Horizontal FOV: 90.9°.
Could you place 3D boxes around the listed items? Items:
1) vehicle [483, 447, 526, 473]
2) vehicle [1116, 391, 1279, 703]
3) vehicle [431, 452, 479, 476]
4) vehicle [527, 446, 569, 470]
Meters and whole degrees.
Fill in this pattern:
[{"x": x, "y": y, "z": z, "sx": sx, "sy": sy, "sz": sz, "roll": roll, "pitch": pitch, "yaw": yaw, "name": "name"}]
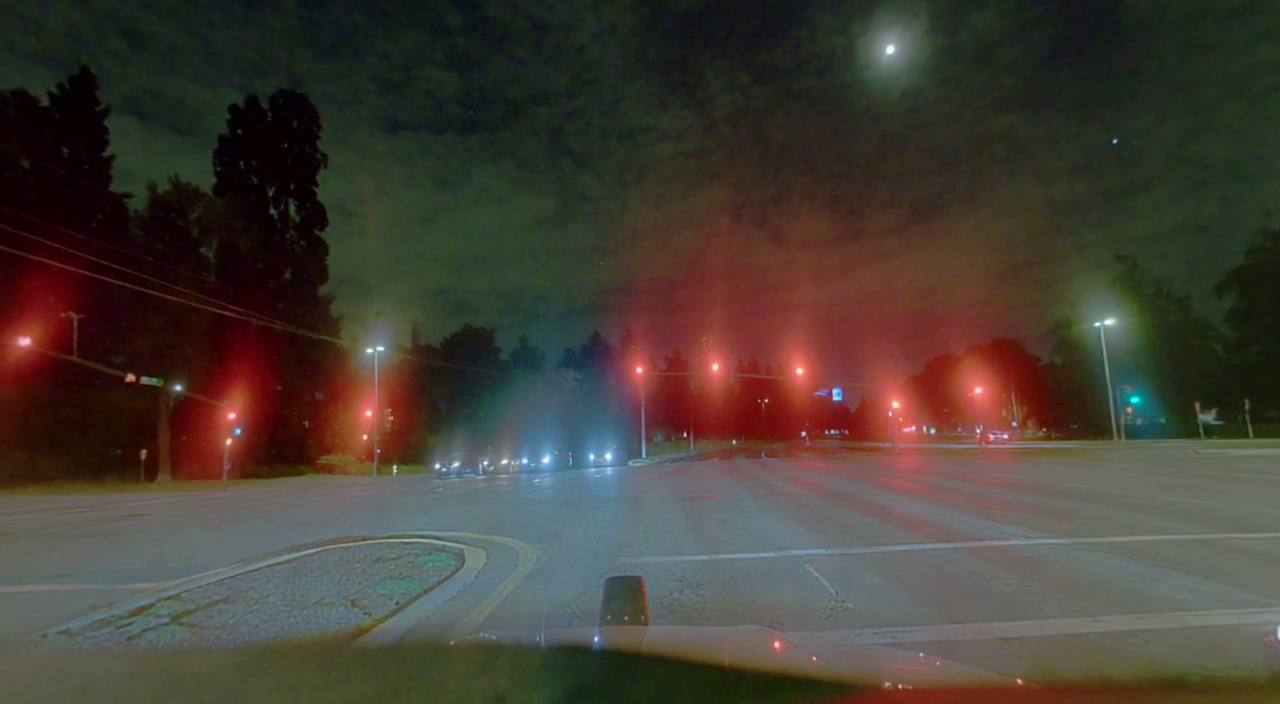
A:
[{"x": -9.803, "y": 7.835, "z": 45.939, "sx": 2.064, "sy": 1.725, "sz": 4.243, "roll": 0, "pitch": -9, "yaw": 1, "name": "vehicle"}, {"x": 3.053, "y": 0.619, "z": 0.421, "sx": 1.978, "sy": 1.468, "sz": 4.544, "roll": 0, "pitch": -9, "yaw": 1, "name": "vehicle"}, {"x": -13.434, "y": 8.118, "z": 45.983, "sx": 2.101, "sy": 1.637, "sz": 4.304, "roll": 0, "pitch": -9, "yaw": 1, "name": "vehicle"}, {"x": -6.572, "y": 7.607, "z": 45.497, "sx": 2.126, "sy": 1.657, "sz": 4.307, "roll": -1, "pitch": -9, "yaw": 3, "name": "vehicle"}]
